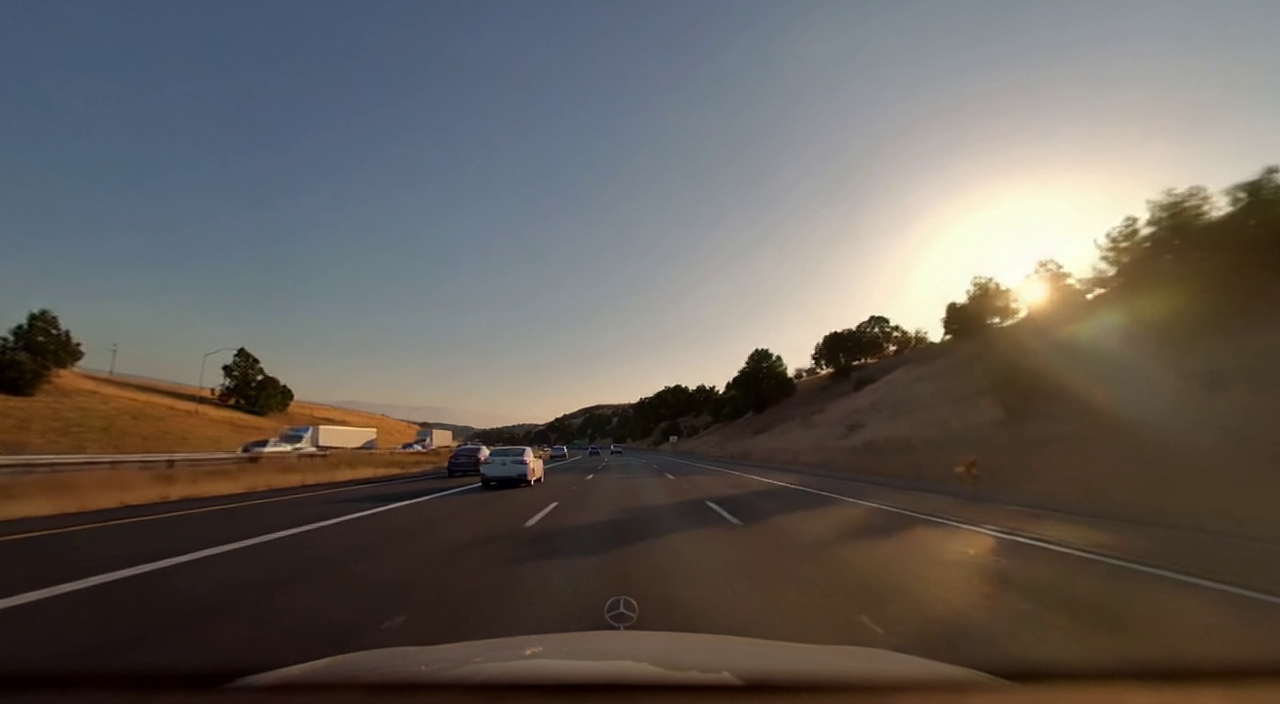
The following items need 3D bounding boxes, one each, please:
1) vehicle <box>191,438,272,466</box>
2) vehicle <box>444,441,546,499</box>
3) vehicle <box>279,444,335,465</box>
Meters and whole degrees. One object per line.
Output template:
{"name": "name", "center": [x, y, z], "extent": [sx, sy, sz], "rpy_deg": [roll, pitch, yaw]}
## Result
{"name": "vehicle", "center": [-29.883, 7.358, 46.535], "extent": [2.176, 1.868, 5.849], "rpy_deg": [0, -9, -2]}
{"name": "vehicle", "center": [-4.236, 3.516, 19.272], "extent": [2.073, 1.516, 4.478], "rpy_deg": [-1, -9, 0]}
{"name": "vehicle", "center": [-25.351, 7.841, 48.312], "extent": [1.840, 1.483, 4.590], "rpy_deg": [0, -9, -1]}
